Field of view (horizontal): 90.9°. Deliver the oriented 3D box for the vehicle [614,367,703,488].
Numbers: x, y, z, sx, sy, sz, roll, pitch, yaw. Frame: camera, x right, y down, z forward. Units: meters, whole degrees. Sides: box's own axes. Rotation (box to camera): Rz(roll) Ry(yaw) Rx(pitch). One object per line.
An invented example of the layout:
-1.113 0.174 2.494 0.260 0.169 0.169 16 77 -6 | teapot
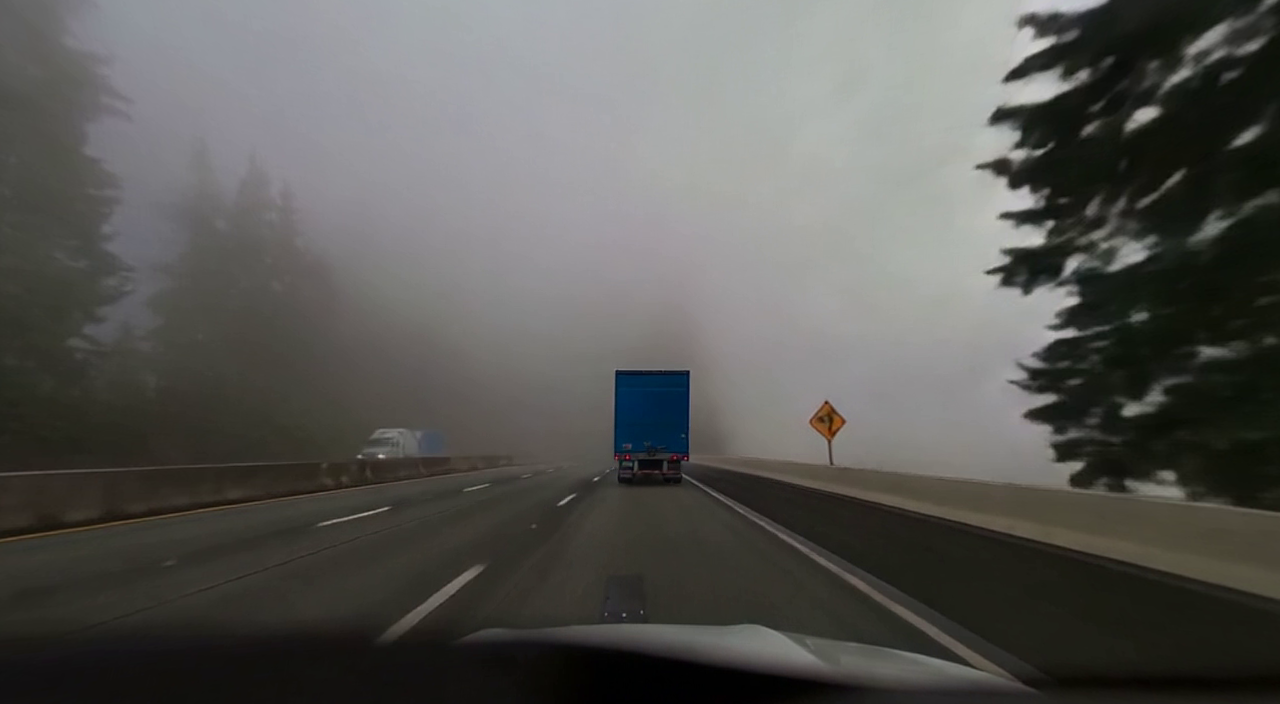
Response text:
0.554 3.247 25.908 2.898 3.973 10.063 0 -9 -1 | vehicle
